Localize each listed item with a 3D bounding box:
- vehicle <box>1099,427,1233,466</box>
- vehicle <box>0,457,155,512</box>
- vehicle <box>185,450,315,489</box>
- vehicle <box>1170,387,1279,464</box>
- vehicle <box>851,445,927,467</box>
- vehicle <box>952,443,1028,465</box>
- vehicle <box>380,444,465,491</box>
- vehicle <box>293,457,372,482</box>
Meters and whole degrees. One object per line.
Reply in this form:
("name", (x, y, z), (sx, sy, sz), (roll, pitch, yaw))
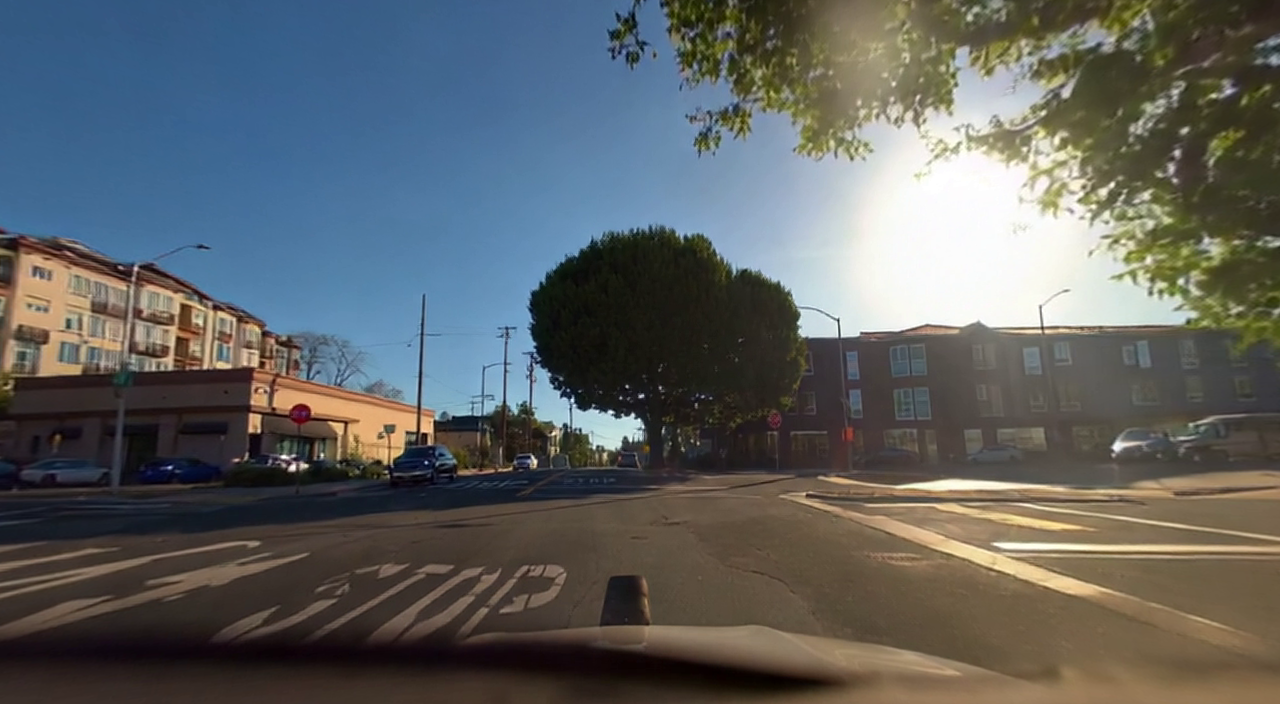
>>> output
("vehicle", (28.679, 5.121, 34.482), (5.277, 2.032, 2.408), (1, -7, -4))
("vehicle", (-16.739, 3.762, 18.114), (4.233, 1.432, 1.755), (-1, -9, 5))
("vehicle", (-17.984, 5.397, 29.281), (2.010, 1.583, 4.582), (-6, -10, 34))
("vehicle", (32.959, 3.726, 31.472), (10.986, 3.604, 2.707), (1, -10, -6))
("vehicle", (17.625, 7.369, 44.677), (4.528, 1.458, 1.939), (1, -7, -5))
("vehicle", (25.087, 7.285, 45.195), (4.323, 1.507, 1.896), (0, -8, -4))
("vehicle", (-8.874, 4.693, 26.212), (2.156, 1.620, 4.945), (0, -7, -5))
("vehicle", (-20.521, 7.841, 42.196), (4.277, 1.527, 1.987), (0, -8, -3))
